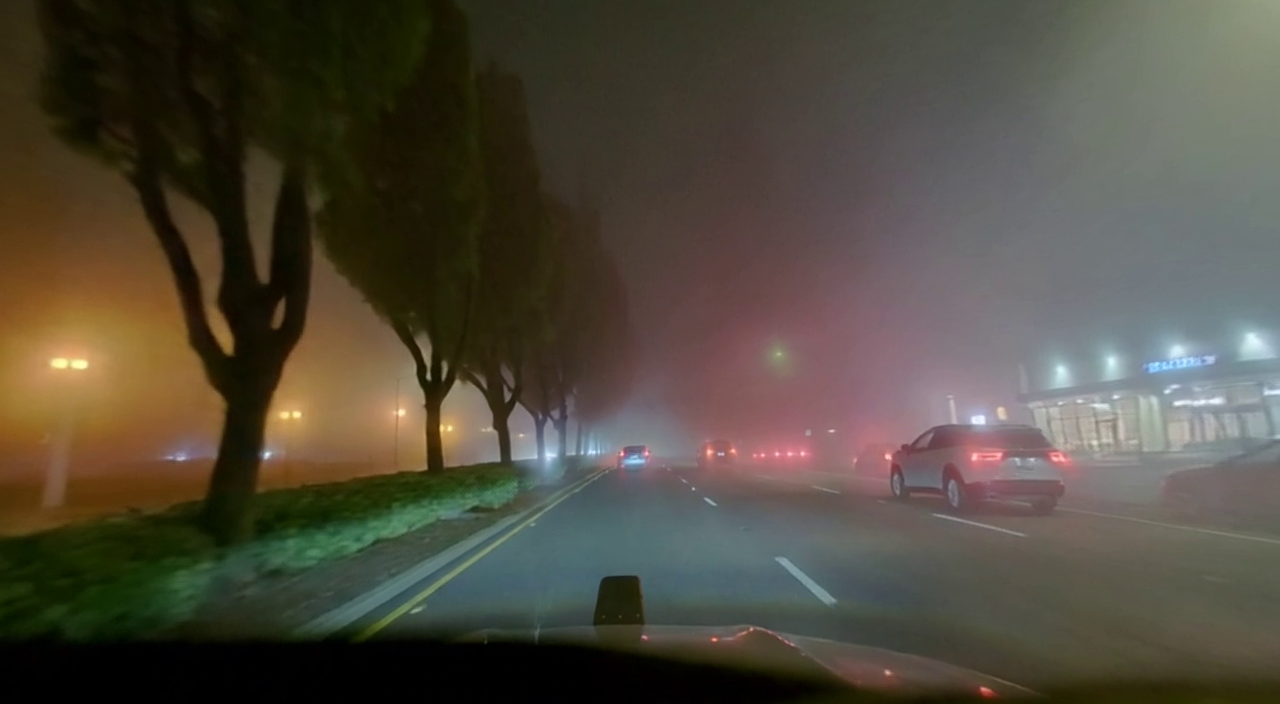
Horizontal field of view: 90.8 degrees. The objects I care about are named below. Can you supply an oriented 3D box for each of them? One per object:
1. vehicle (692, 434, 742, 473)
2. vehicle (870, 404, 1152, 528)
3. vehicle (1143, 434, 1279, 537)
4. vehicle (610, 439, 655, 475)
[{"bbox_3d":[3.835,5.133,32.133,1.955,1.845,4.538,0,-8,0],"label":"vehicle"},{"bbox_3d":[6.872,2.212,12.822,2.240,1.923,5.678,0,-8,0],"label":"vehicle"},{"bbox_3d":[10.314,1.948,9.248,2.021,1.481,4.746,0,-8,1],"label":"vehicle"},{"bbox_3d":[-0.323,4.999,30.238,2.037,1.568,3.693,0,-8,0],"label":"vehicle"}]
